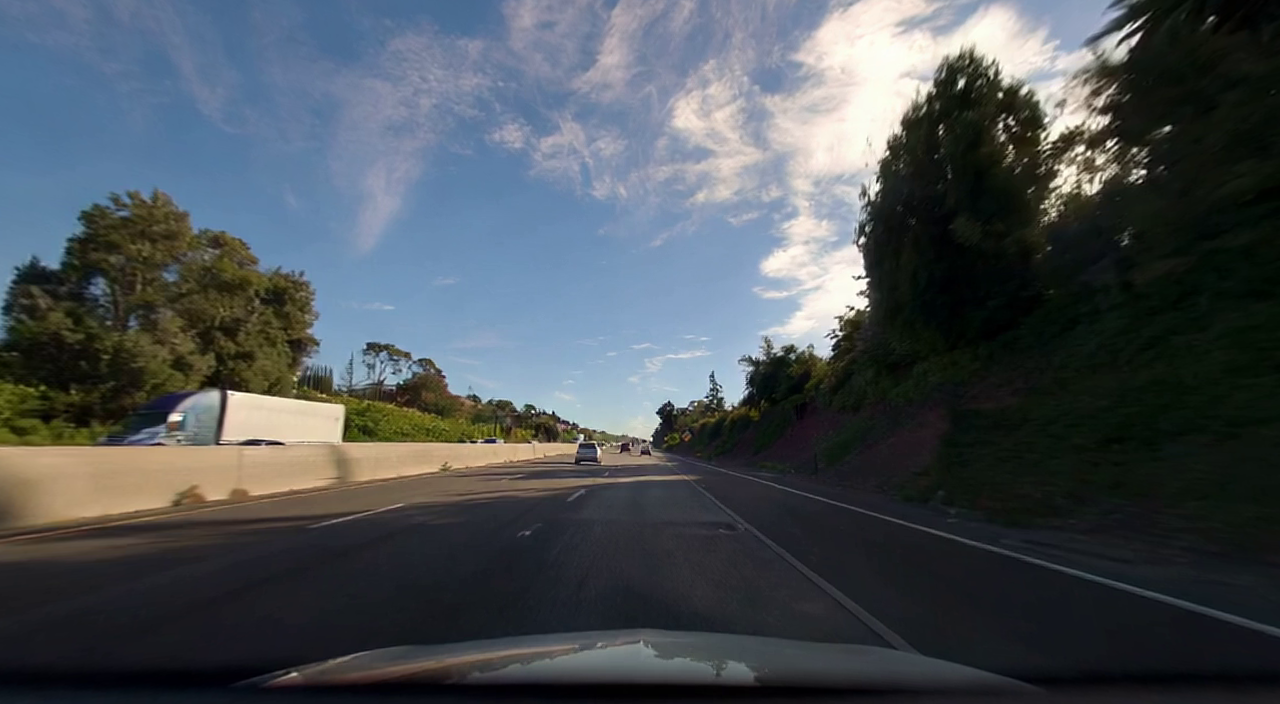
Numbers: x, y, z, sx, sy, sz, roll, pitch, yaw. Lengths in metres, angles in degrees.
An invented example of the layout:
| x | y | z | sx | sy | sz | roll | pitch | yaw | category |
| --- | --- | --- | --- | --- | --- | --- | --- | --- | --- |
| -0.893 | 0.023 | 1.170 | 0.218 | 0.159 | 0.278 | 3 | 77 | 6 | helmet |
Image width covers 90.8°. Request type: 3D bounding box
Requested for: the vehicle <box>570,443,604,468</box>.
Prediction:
| x | y | z | sx | sy | sz | roll | pitch | yaw | category |
| --- | --- | --- | --- | --- | --- | --- | --- | --- | --- |
| -3.513 | 6.909 | 42.139 | 1.921 | 1.536 | 3.920 | 0 | -9 | 0 | vehicle |

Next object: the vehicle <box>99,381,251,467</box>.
| x | y | z | sx | sy | sz | roll | pitch | yaw | category |
| --- | --- | --- | --- | --- | --- | --- | --- | --- | --- |
| -23.124 | 3.738 | 31.891 | 2.999 | 3.954 | 5.878 | 0 | -9 | 0 | vehicle |
